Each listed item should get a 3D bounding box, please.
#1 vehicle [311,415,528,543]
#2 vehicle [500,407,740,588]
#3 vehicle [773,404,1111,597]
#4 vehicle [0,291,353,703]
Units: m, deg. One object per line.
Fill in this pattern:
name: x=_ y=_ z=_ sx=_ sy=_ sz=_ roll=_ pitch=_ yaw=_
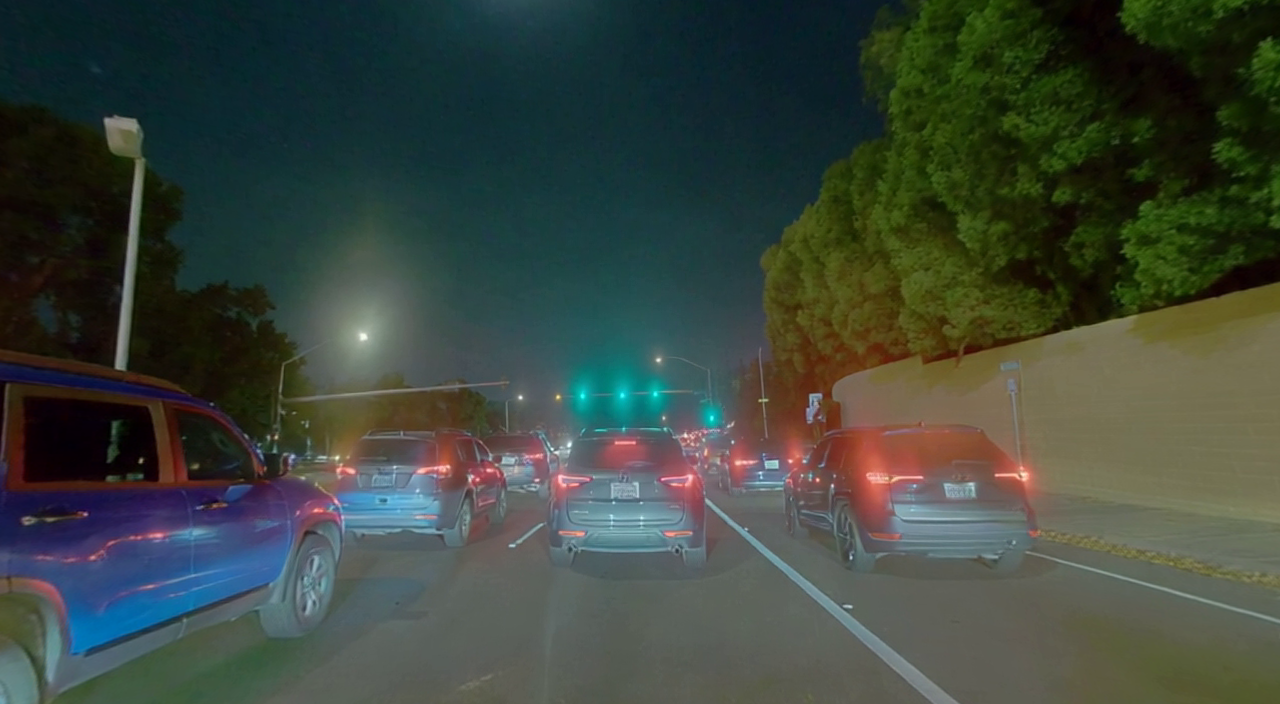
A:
vehicle: x=-3.492 y=2.114 z=11.155 sx=2.067 sy=1.759 sz=4.631 roll=0 pitch=-8 yaw=1
vehicle: x=-0.156 y=1.656 z=7.945 sx=2.245 sy=1.677 sz=3.913 roll=0 pitch=-8 yaw=1
vehicle: x=3.139 y=1.633 z=7.799 sx=2.029 sy=1.702 sz=4.281 roll=0 pitch=-8 yaw=0
vehicle: x=-3.520 y=0.828 z=3.110 sx=2.070 sy=1.913 sz=4.450 roll=0 pitch=-8 yaw=0
